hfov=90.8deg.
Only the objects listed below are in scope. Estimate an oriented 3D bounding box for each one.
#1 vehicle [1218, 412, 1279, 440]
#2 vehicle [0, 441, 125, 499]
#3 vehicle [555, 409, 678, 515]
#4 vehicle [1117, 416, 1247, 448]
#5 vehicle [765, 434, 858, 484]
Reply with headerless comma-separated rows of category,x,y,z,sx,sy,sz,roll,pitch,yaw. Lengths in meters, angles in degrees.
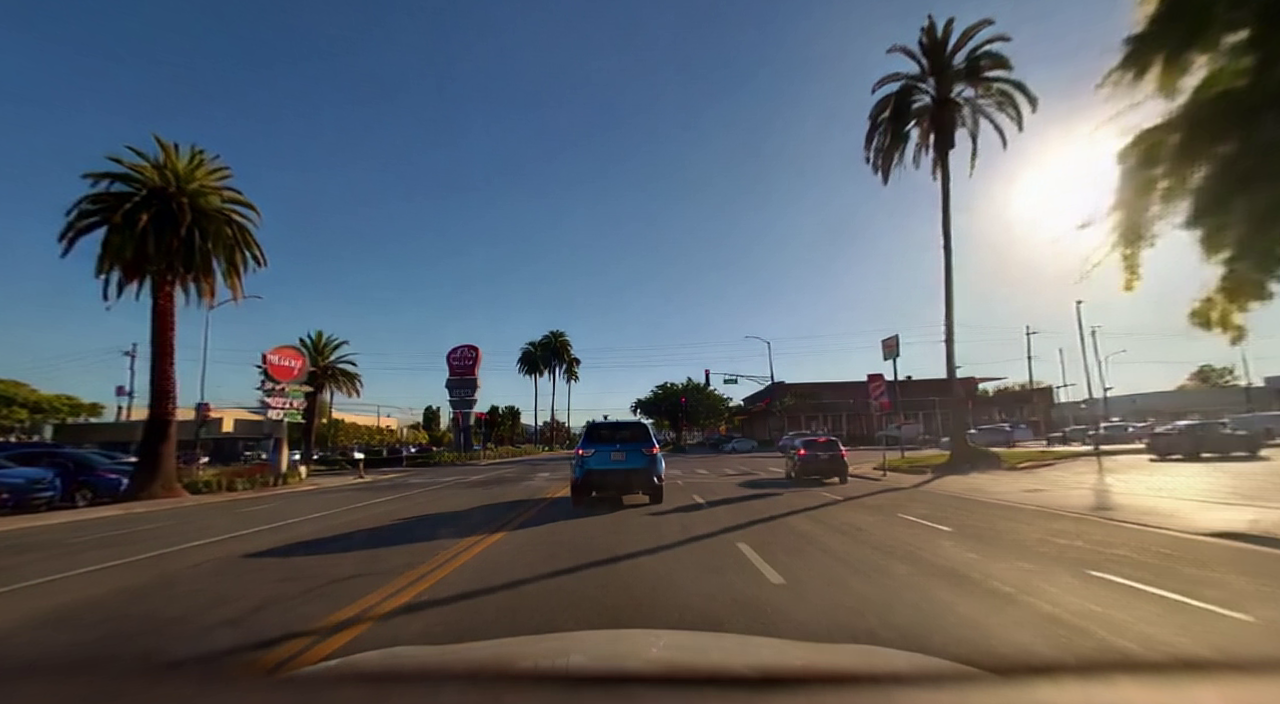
vehicle,44.254,5.218,44.395,4.931,1.912,1.893,-6,-10,32
vehicle,-19.304,3.672,19.859,4.510,1.682,1.902,0,-8,1
vehicle,-0.535,2.369,14.066,2.263,1.932,4.709,0,-8,-2
vehicle,31.963,4.797,37.511,5.390,1.773,2.119,-4,-9,26
vehicle,5.942,3.762,22.479,2.086,1.560,4.542,0,-8,1
